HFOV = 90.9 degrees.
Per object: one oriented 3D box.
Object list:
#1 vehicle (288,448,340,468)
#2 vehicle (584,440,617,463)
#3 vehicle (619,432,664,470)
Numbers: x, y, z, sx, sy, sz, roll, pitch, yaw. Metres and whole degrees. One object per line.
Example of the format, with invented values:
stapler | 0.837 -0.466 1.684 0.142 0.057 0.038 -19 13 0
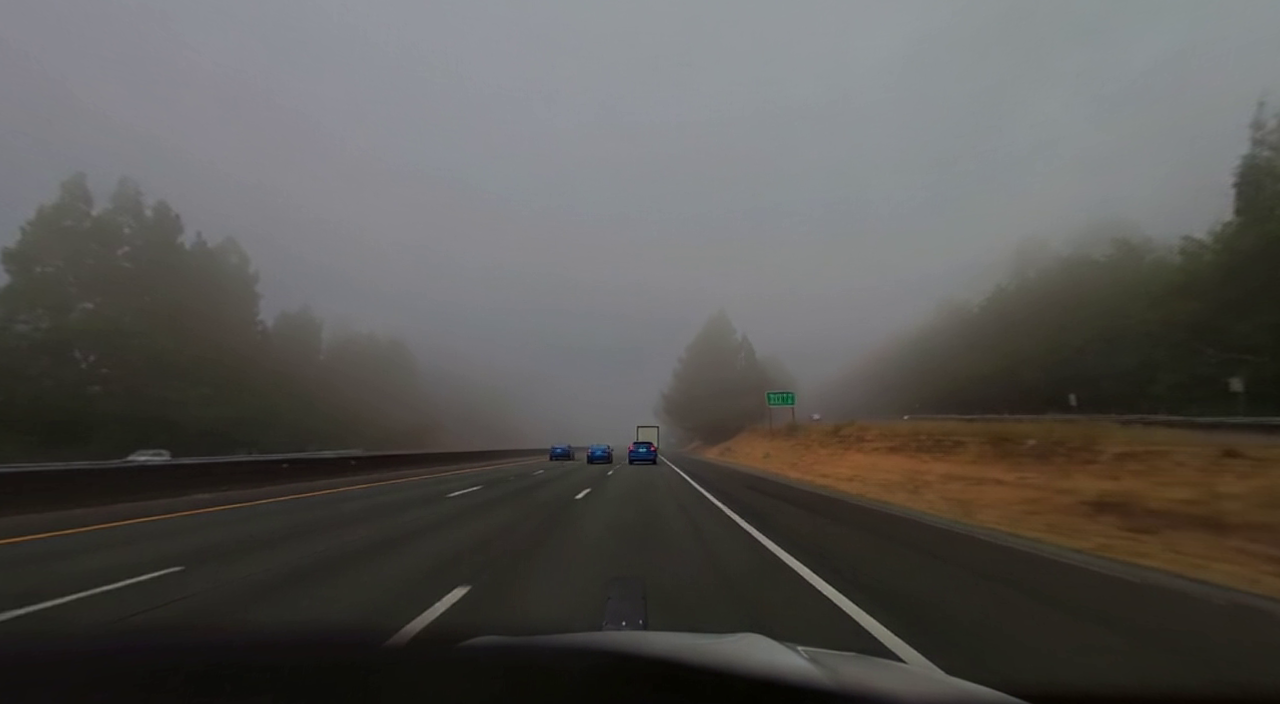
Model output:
vehicle | -24.343 7.893 47.206 1.826 1.366 3.839 0 -8 0
vehicle | -2.931 7.520 47.817 2.139 1.589 5.102 -1 -8 1
vehicle | 0.101 5.398 34.629 2.309 1.915 5.130 0 -8 1
